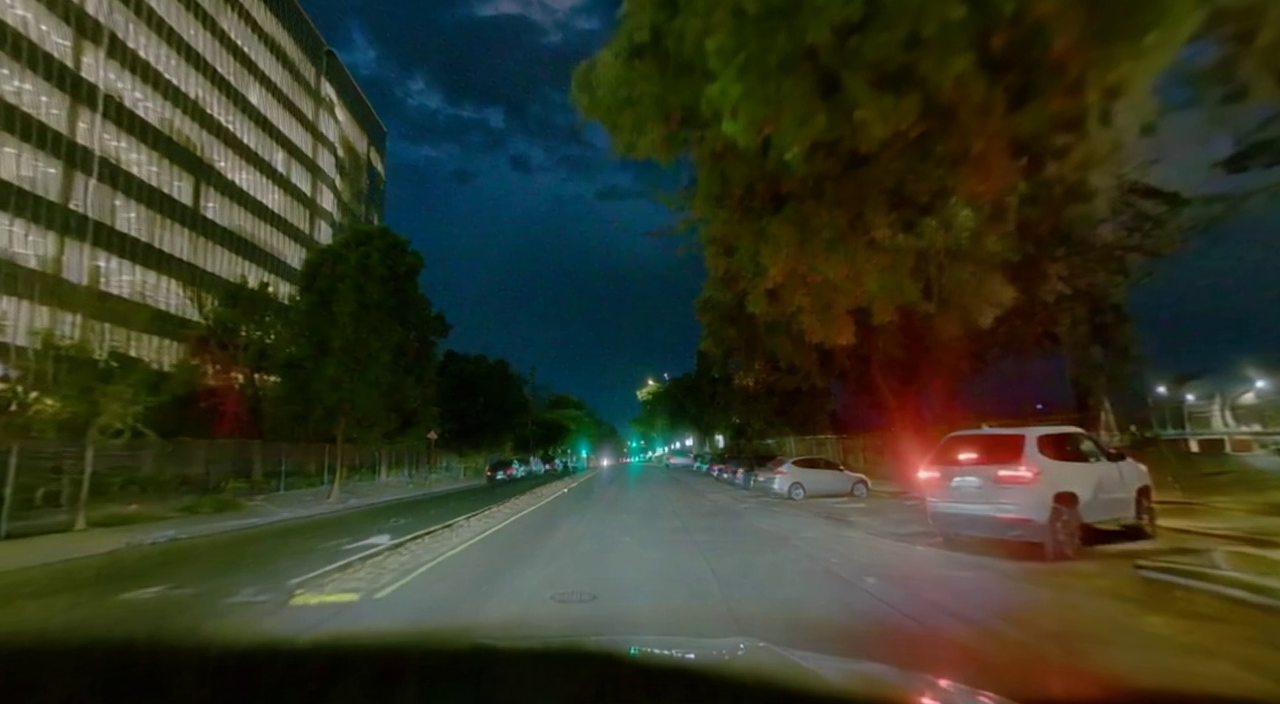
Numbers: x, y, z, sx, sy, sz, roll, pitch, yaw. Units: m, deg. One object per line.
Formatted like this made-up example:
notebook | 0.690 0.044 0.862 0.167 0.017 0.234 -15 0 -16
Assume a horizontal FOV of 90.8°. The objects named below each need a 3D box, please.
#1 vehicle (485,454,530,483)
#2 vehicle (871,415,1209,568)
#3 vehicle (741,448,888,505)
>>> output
vehicle | -8.776 7.736 42.204 2.172 1.707 4.273 0 -9 -1
vehicle | 6.474 2.015 10.169 5.061 1.829 2.274 2 -9 -29
vehicle | 5.144 3.588 18.648 3.752 1.494 2.083 5 -10 -29
